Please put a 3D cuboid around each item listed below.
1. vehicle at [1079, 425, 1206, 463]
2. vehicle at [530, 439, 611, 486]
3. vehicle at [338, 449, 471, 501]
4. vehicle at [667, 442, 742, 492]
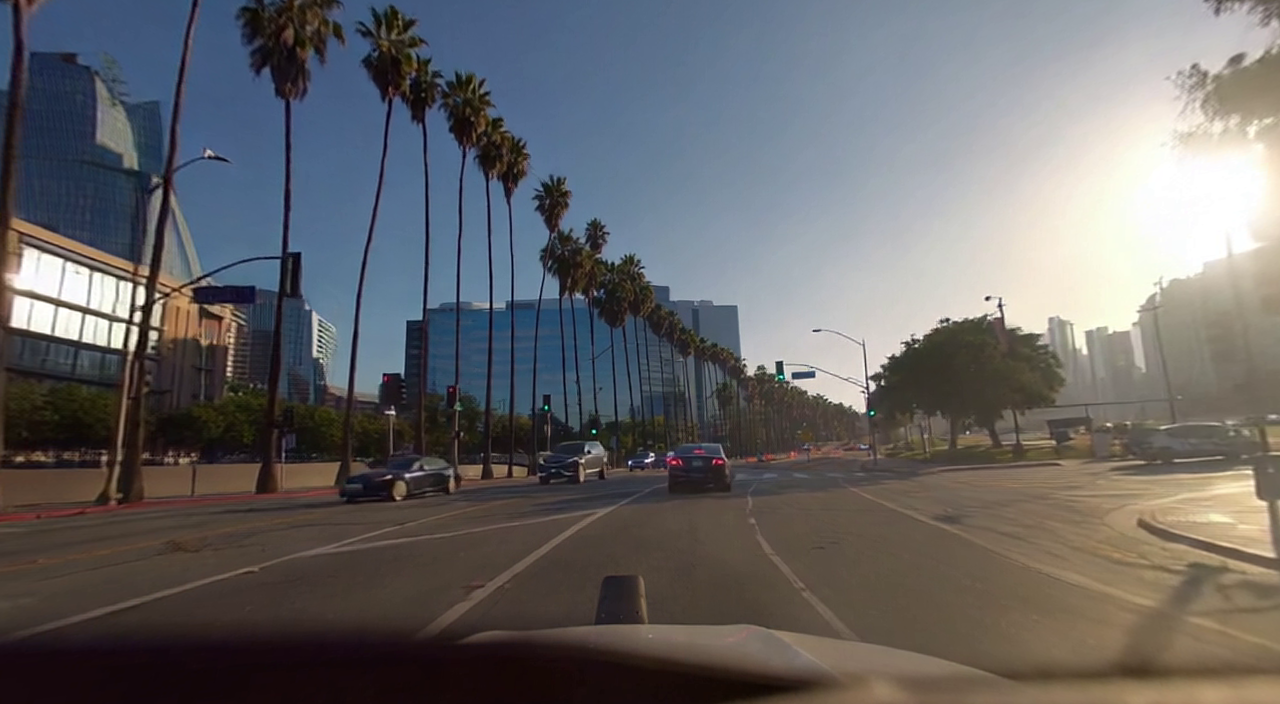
[{"bbox_3d":[25.741,4.722,32.421,5.049,1.861,2.081,1,-9,-9],"label":"vehicle"},{"bbox_3d":[-2.728,4.508,26.018,2.013,1.746,4.366,-2,-9,12],"label":"vehicle"},{"bbox_3d":[-7.489,3.943,20.694,2.012,1.467,4.592,-1,-9,9],"label":"vehicle"},{"bbox_3d":[2.288,3.826,21.393,2.096,1.492,4.071,-2,-9,11],"label":"vehicle"}]
